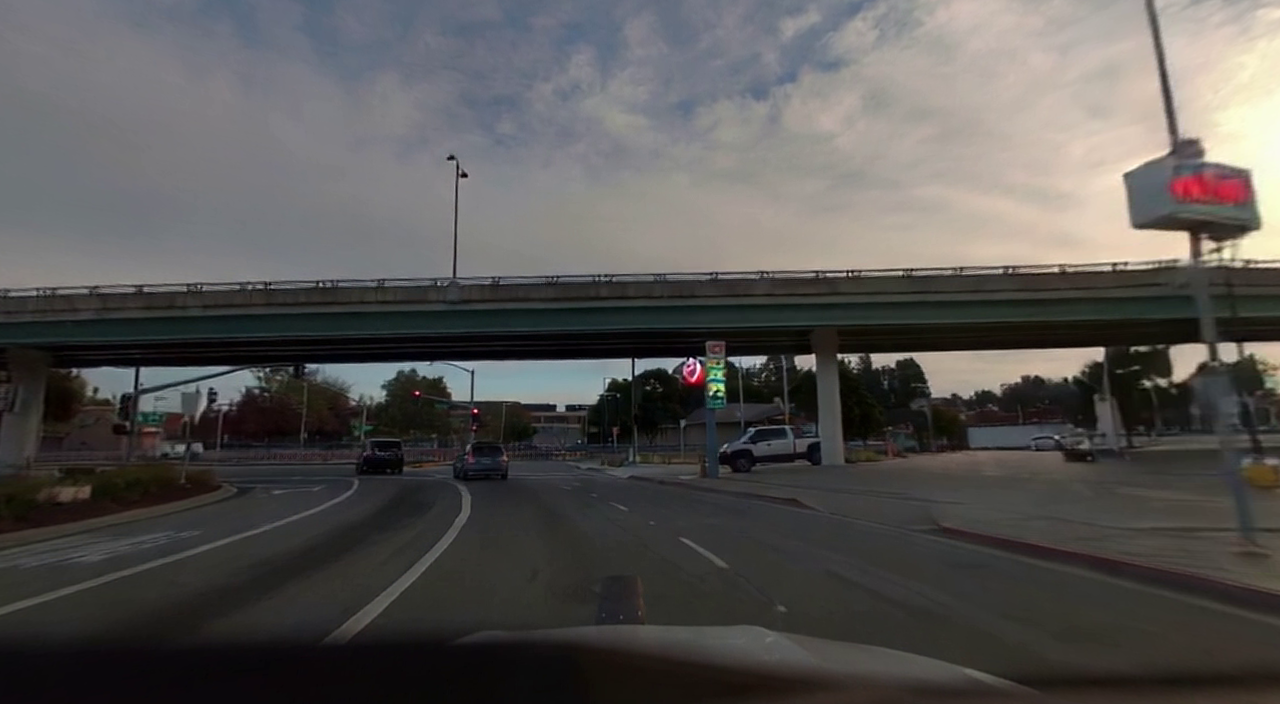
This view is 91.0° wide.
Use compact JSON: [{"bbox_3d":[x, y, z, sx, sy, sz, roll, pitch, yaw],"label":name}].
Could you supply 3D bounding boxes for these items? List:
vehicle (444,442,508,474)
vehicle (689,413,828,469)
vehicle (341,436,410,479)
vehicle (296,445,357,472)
[{"bbox_3d":[-10.400,6.627,39.623,2.202,1.822,4.826,7,-11,-36],"label":"vehicle"},{"bbox_3d":[7.095,5.457,38.423,7.741,3.106,2.906,-6,-10,34],"label":"vehicle"},{"bbox_3d":[-13.831,5.433,32.731,2.254,2.006,4.766,6,-10,-34],"label":"vehicle"},{"bbox_3d":[-20.392,6.900,40.917,4.546,1.650,1.940,-8,-12,42],"label":"vehicle"}]
